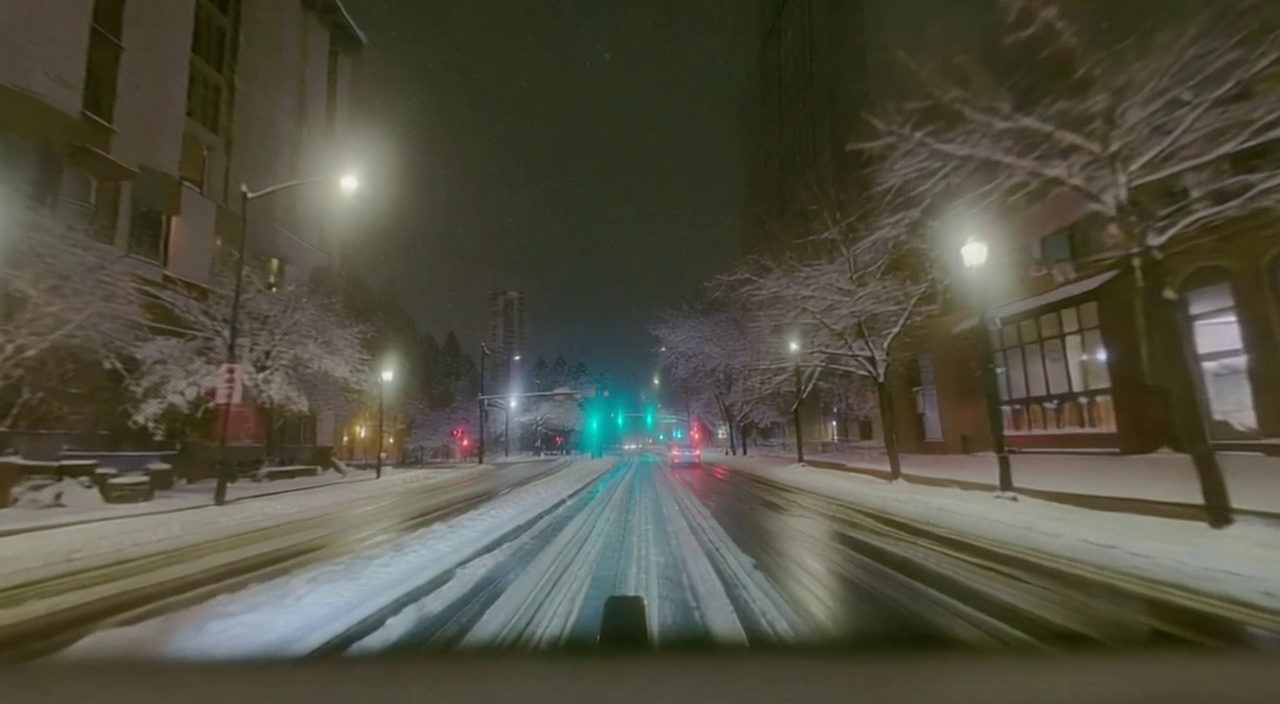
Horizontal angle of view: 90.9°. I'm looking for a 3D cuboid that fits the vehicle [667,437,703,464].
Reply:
[{"bbox_3d":[3.055,6.832,43.721,2.129,1.719,4.205,0,-9,0],"label":"vehicle"}]
